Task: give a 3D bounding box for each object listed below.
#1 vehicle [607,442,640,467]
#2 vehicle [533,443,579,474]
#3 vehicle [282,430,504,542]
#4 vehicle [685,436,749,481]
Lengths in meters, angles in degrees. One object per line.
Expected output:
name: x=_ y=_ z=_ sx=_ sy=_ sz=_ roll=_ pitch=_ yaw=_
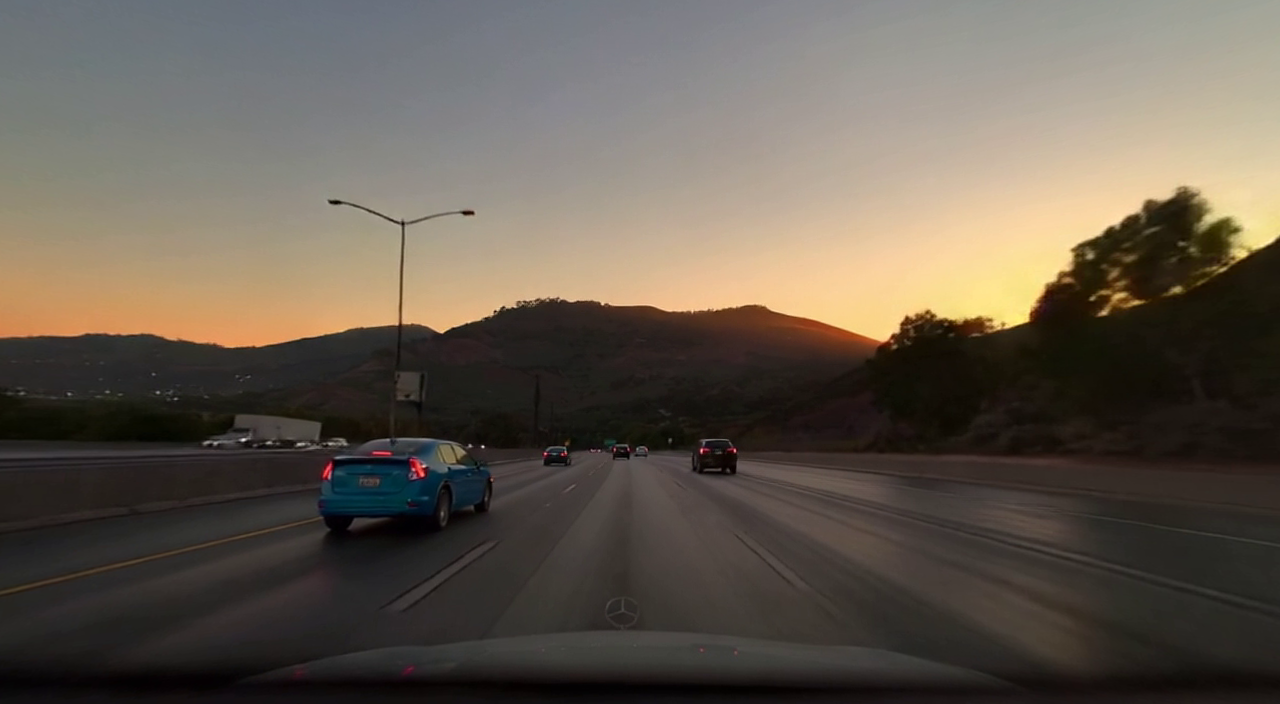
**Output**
vehicle: x=-1.101 y=6.944 z=42.885 sx=2.147 sy=1.572 sz=4.094 roll=0 pitch=-9 yaw=-1
vehicle: x=-4.226 y=5.442 z=32.253 sx=1.796 sy=1.464 sz=3.839 roll=0 pitch=-9 yaw=0
vehicle: x=-3.840 y=2.157 z=10.776 sx=1.993 sy=1.500 sz=4.248 roll=0 pitch=-9 yaw=1
vehicle: x=3.370 y=4.757 z=28.462 sx=2.222 sy=1.820 sz=4.733 roll=0 pitch=-9 yaw=-1
